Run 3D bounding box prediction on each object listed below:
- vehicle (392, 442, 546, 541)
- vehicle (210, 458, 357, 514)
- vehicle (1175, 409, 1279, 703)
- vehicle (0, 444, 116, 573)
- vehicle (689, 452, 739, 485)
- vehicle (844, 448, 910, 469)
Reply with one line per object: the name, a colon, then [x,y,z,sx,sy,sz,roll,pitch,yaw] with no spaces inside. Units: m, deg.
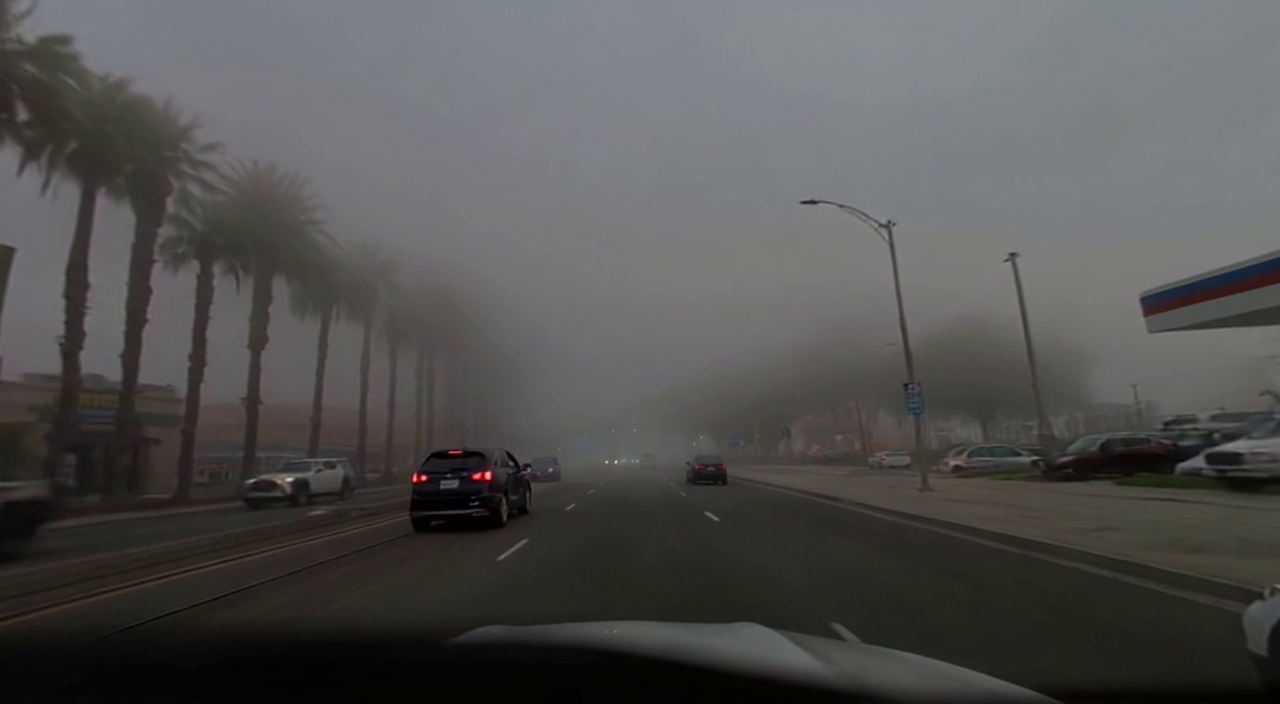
vehicle: [-3.032,2.539,12.175,2.021,1.550,4.090,0,-9,-3]
vehicle: [-11.406,4.279,20.675,1.940,1.550,4.525,1,-9,3]
vehicle: [3.535,0.716,0.839,1.987,1.474,4.198,0,-9,1]
vehicle: [-10.390,2.185,8.591,2.169,1.853,4.853,-1,-9,3]
vehicle: [3.522,5.599,30.623,1.889,1.448,4.262,0,-9,0]
vehicle: [18.131,8.085,48.236,4.750,1.478,1.998,5,-10,-29]
